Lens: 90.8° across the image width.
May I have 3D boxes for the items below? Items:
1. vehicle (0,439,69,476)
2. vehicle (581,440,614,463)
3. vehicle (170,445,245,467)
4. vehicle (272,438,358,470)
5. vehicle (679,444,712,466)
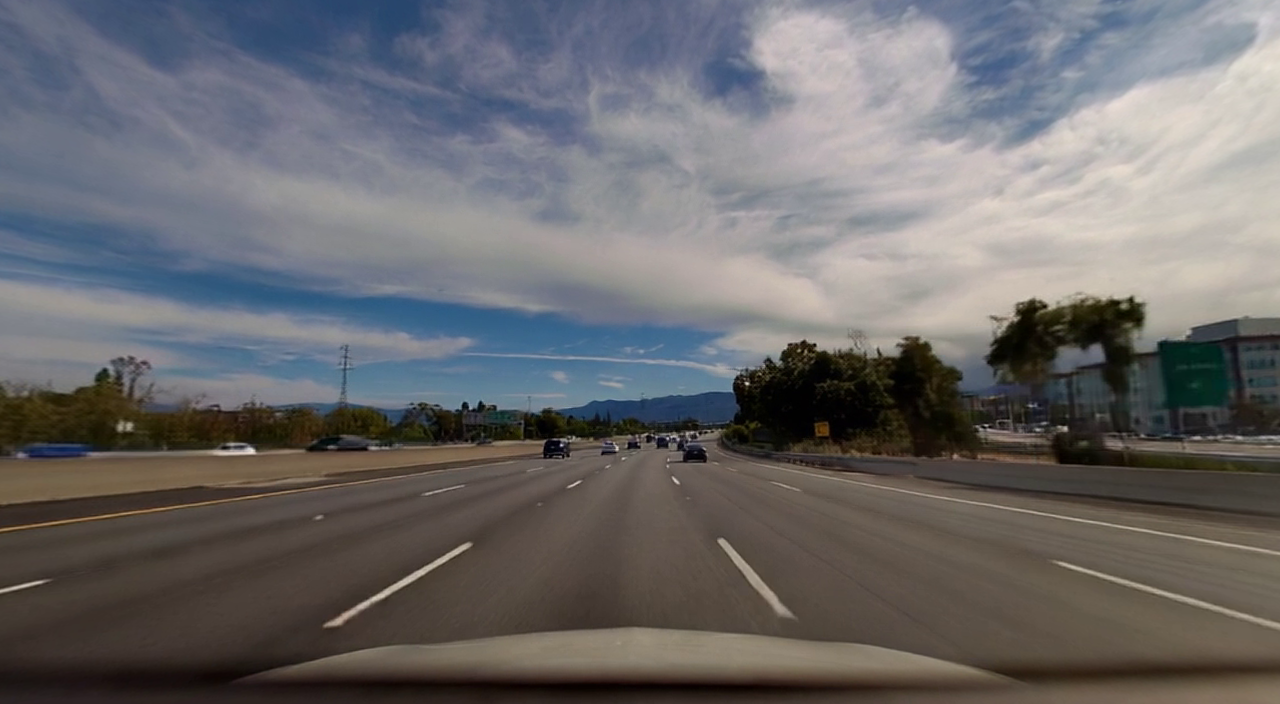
[{"bbox_3d":[-30.898,5.113,30.668,1.991,1.717,4.607,0,-9,1],"label":"vehicle"},{"bbox_3d":[-3.280,7.840,49.851,2.179,1.693,4.204,0,-9,2],"label":"vehicle"},{"bbox_3d":[-30.775,7.407,45.141,1.909,1.469,4.727,0,-9,2],"label":"vehicle"},{"bbox_3d":[-19.730,6.207,38.687,2.327,1.788,5.212,0,-9,2],"label":"vehicle"},{"bbox_3d":[3.746,7.075,43.516,1.967,1.475,4.080,0,-9,1],"label":"vehicle"}]
